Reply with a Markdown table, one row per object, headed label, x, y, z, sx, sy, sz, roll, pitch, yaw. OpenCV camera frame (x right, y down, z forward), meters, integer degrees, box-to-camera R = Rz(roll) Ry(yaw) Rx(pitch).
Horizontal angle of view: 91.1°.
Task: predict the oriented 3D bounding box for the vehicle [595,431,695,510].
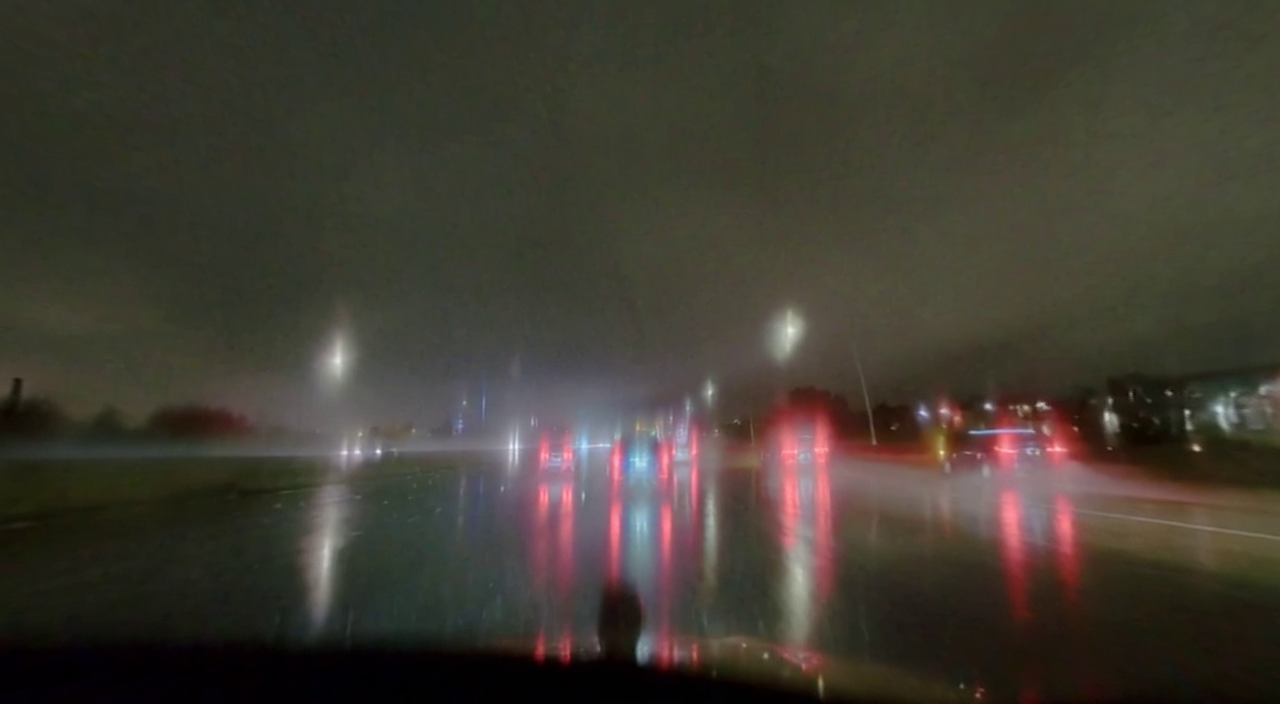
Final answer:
| label | x | y | z | sx | sy | sz | roll | pitch | yaw |
| --- | --- | --- | --- | --- | --- | --- | --- | --- | --- |
| vehicle | 0.096 | 2.793 | 15.291 | 2.099 | 1.640 | 4.134 | 0 | -9 | 0 |

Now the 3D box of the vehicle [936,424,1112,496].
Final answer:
| label | x | y | z | sx | sy | sz | roll | pitch | yaw |
| --- | --- | --- | --- | --- | --- | --- | --- | --- | --- |
| vehicle | 10.642 | 3.023 | 17.929 | 2.133 | 1.770 | 4.537 | 0 | -9 | 0 |

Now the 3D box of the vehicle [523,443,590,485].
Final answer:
| label | x | y | z | sx | sy | sz | roll | pitch | yaw |
| --- | --- | --- | --- | --- | --- | --- | --- | --- | --- |
| vehicle | -3.170 | 4.354 | 24.800 | 2.011 | 1.510 | 4.698 | 0 | -9 | 0 |
